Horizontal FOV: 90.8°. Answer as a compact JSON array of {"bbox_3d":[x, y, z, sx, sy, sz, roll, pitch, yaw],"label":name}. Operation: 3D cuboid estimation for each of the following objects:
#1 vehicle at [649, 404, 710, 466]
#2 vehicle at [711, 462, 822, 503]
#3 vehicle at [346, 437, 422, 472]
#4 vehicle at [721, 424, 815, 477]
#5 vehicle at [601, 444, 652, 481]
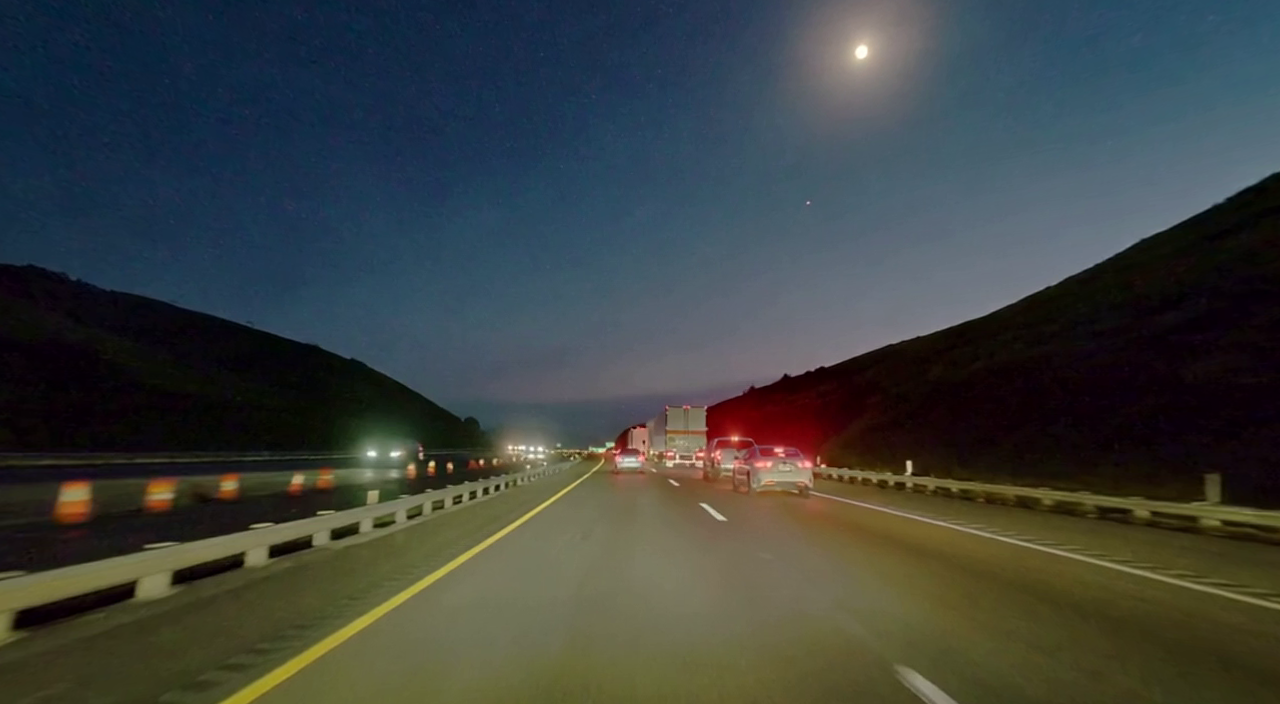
[{"bbox_3d":[2.679,6.616,48.914,2.911,4.099,14.578,1,-9,-4],"label":"vehicle"},{"bbox_3d":[3.728,3.989,19.713,2.129,0.956,5.390,0,-9,-3],"label":"vehicle"},{"bbox_3d":[-11.393,4.578,28.322,1.828,1.468,3.802,0,-9,-1],"label":"vehicle"},{"bbox_3d":[3.800,3.051,19.552,1.873,1.465,4.264,0,-9,-2],"label":"vehicle"},{"bbox_3d":[-0.590,4.649,26.798,2.029,1.437,3.794,0,-9,-2],"label":"vehicle"}]
